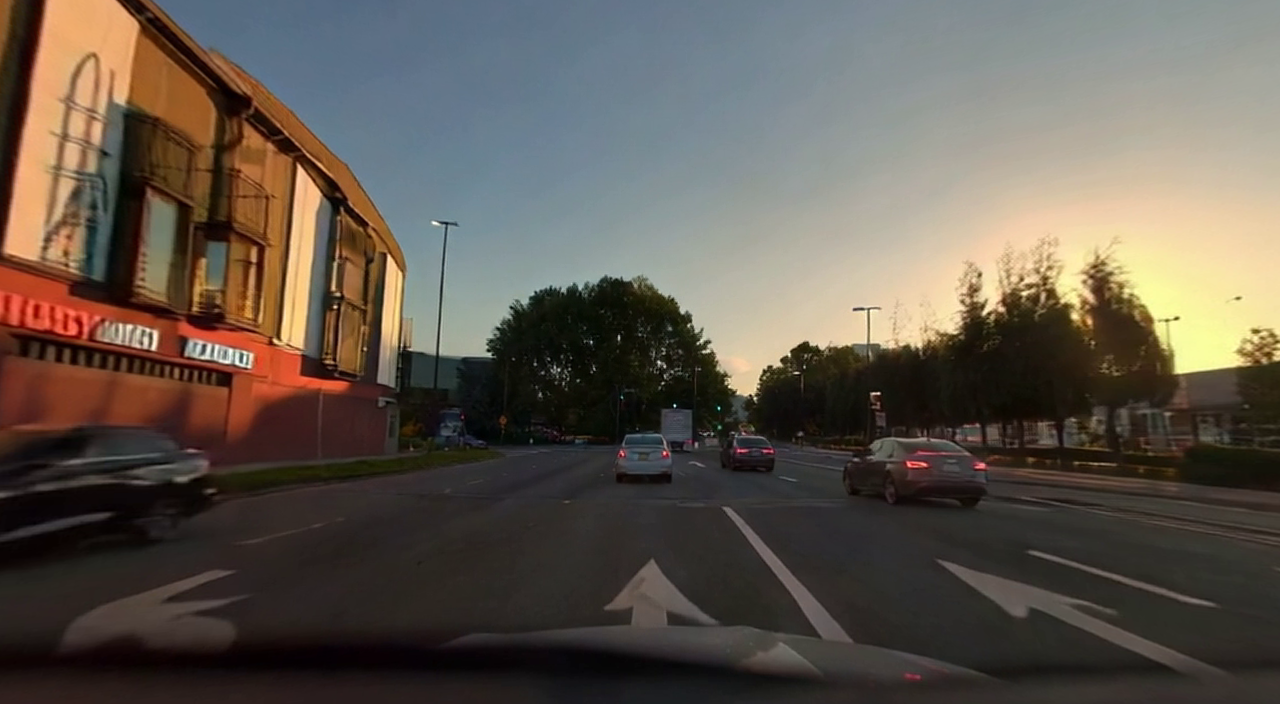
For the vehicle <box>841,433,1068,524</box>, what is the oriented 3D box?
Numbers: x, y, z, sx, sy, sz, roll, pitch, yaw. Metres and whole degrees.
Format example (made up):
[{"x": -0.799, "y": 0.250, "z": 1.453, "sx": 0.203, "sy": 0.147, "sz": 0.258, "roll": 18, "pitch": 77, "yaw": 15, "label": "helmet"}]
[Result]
[{"x": 5.822, "y": 2.365, "z": 12.558, "sx": 2.081, "sy": 1.434, "sz": 4.833, "roll": 0, "pitch": -8, "yaw": 1, "label": "vehicle"}]

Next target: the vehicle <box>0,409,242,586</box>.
[{"x": -6.426, "y": 1.352, "z": 6.188, "sx": 1.980, "sy": 1.499, "sz": 4.417, "roll": 0, "pitch": -8, "yaw": 3, "label": "vehicle"}]

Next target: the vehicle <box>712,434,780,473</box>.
[{"x": 4.258, "y": 4.118, "z": 25.939, "sx": 1.889, "sy": 1.480, "sz": 3.876, "roll": 1, "pitch": -8, "yaw": -4, "label": "vehicle"}]

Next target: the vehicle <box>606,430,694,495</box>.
[{"x": 0.233, "y": 2.750, "z": 16.122, "sx": 1.991, "sy": 1.472, "sz": 3.518, "roll": 0, "pitch": -8, "yaw": 0, "label": "vehicle"}]
